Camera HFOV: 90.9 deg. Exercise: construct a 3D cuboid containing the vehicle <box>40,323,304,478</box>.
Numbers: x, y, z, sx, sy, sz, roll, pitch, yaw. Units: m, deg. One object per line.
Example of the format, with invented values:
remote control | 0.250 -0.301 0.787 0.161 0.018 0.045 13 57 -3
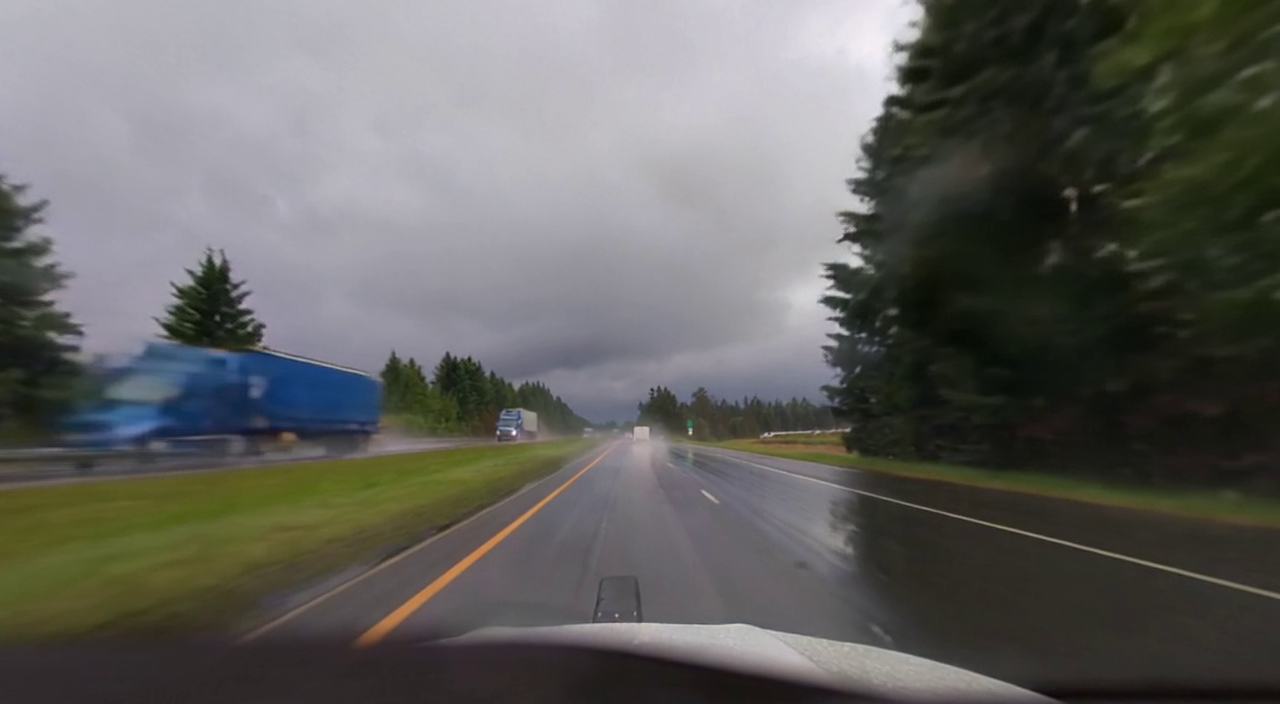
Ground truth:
vehicle | -13.248 1.585 18.792 3.008 3.852 6.229 0 -8 -1
